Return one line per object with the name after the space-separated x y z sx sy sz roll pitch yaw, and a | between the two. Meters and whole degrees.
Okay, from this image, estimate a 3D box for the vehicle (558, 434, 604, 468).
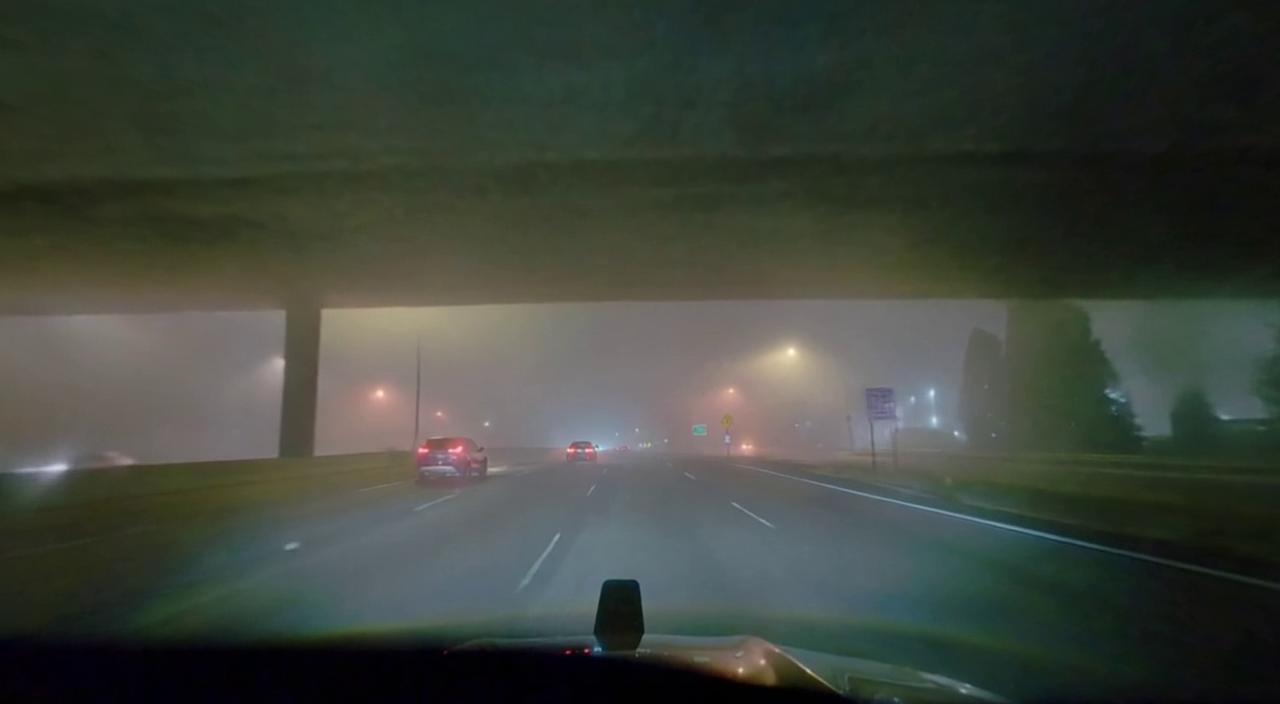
-3.072 5.240 33.590 2.027 1.697 4.307 0 -8 0 | vehicle

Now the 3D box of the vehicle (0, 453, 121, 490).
-26.402 5.366 28.715 1.792 1.456 4.589 0 -9 -1 | vehicle

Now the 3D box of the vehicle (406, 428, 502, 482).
-6.608 3.718 23.064 2.015 1.762 4.790 0 -8 0 | vehicle
